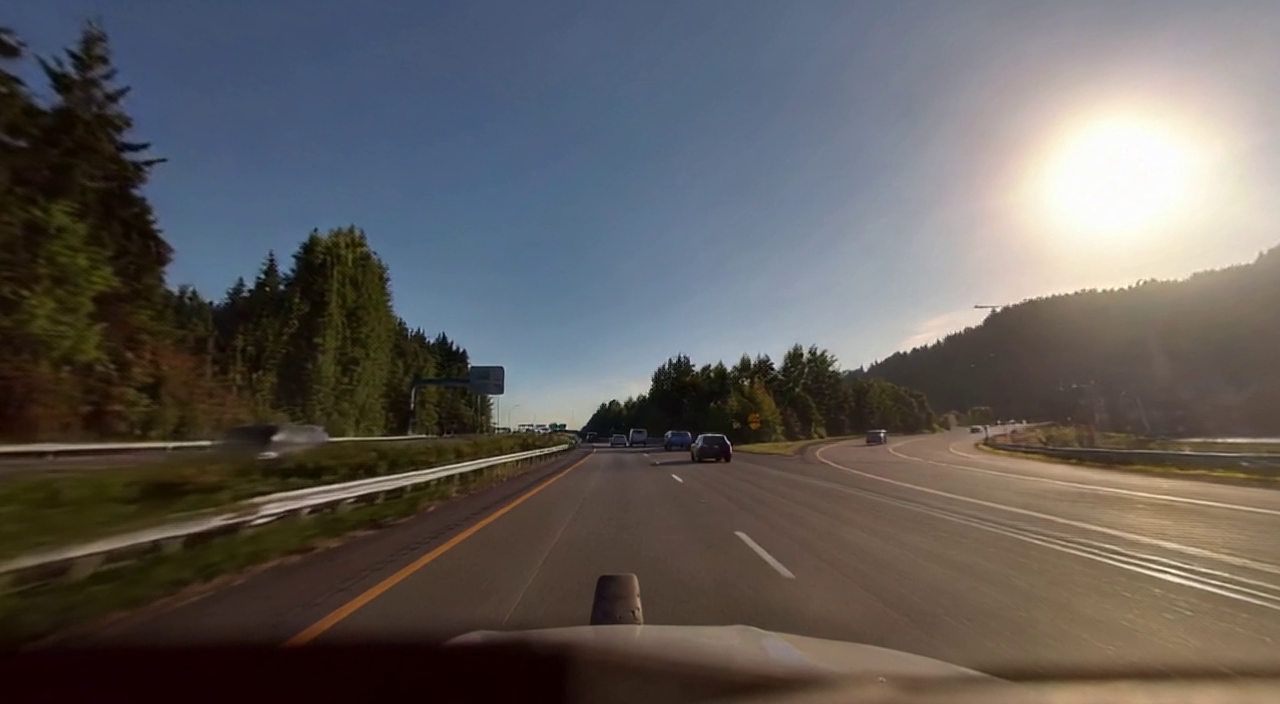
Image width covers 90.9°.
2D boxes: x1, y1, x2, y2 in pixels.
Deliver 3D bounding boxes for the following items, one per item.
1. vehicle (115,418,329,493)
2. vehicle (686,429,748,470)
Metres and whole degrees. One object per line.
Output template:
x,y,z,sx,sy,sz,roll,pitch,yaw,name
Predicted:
-9.127,2.281,14.335,1.972,1.443,4.342,0,-8,-2,vehicle
3.135,4.050,26.433,1.938,1.578,3.764,0,-8,-3,vehicle
